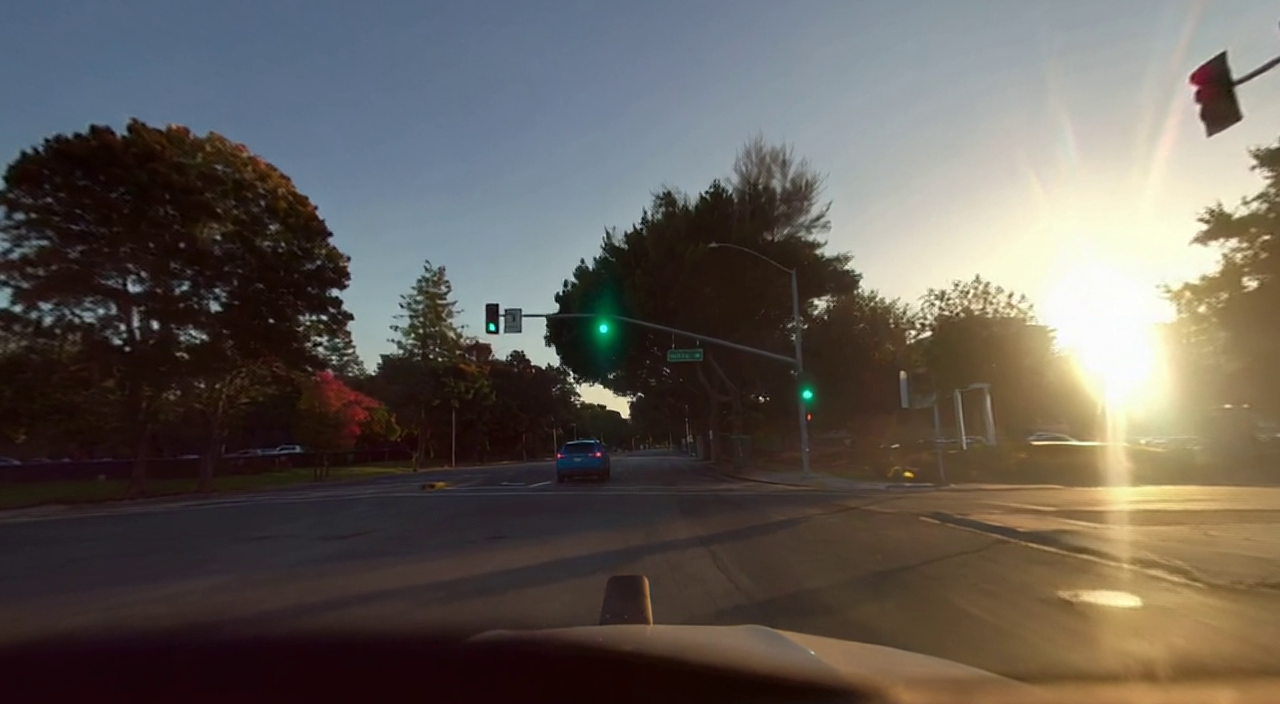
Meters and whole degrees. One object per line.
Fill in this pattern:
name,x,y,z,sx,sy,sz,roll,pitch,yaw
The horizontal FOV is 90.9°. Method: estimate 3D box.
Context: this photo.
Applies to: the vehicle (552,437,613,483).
vehicle,-2.371,4.588,27.184,2.123,1.799,4.425,0,-8,1
